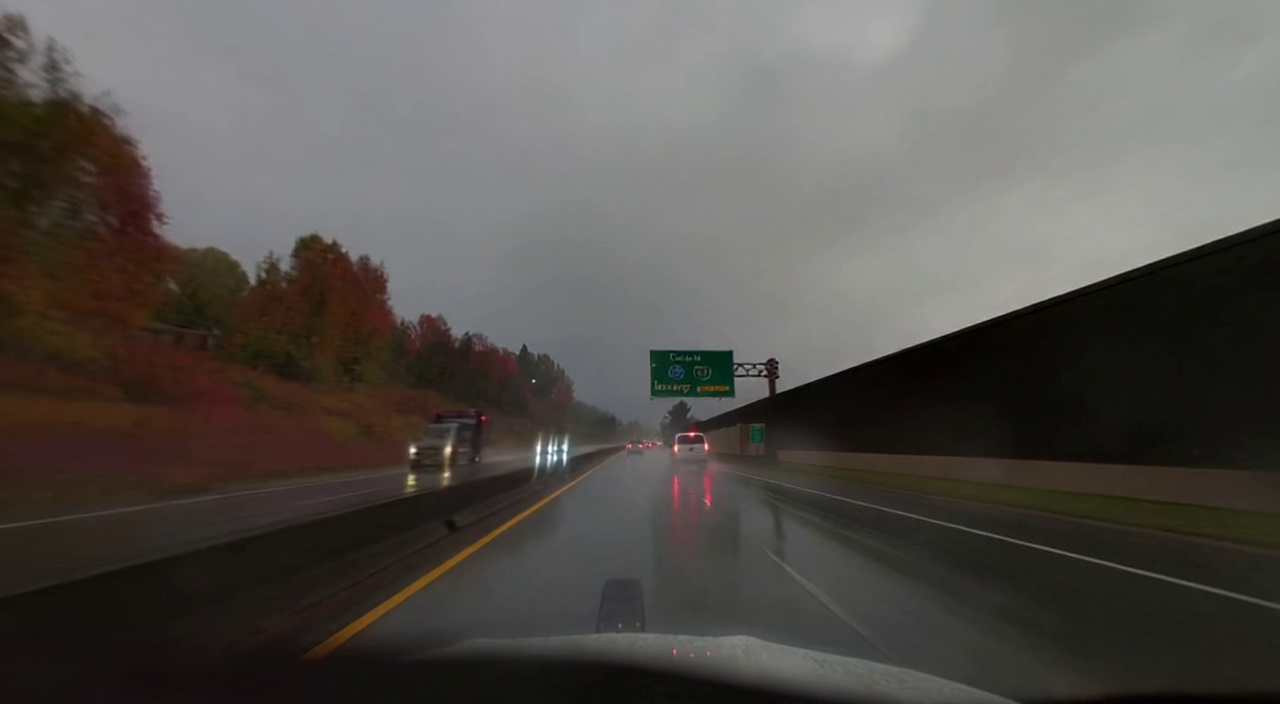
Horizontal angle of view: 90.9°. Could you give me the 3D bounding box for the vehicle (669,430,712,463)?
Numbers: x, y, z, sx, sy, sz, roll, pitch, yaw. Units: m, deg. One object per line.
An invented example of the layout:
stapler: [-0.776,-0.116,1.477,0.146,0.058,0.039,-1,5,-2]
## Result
vehicle: [3.301,6.346,42.442,2.393,2.072,4.958,0,-8,-2]

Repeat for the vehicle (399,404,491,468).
vehicle: [-12.511,5.586,41.523,3.010,3.699,9.465,0,-8,0]
